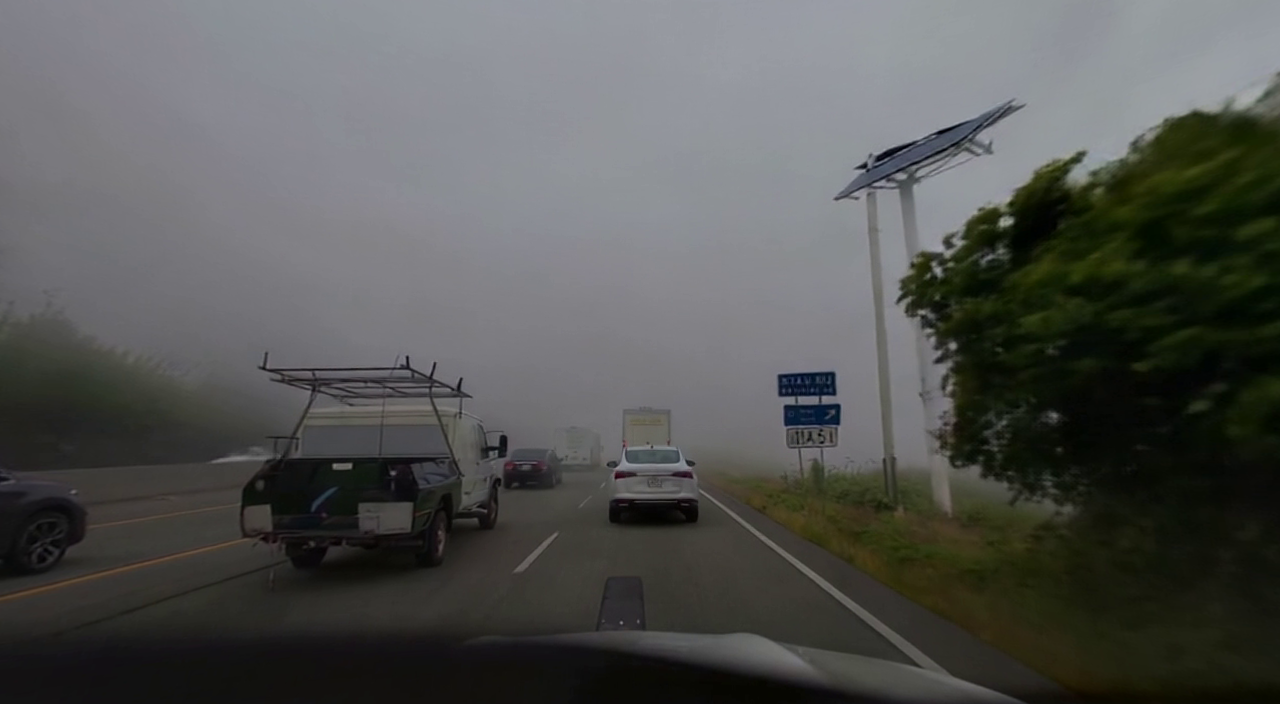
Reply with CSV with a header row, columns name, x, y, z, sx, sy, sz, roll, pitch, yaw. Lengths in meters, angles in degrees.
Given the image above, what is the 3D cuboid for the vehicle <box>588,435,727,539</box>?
name,x,y,z,sx,sy,sz,roll,pitch,yaw
vehicle,0.233,2.277,11.169,2.063,1.507,3.488,0,-9,-1

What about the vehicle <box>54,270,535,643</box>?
name,x,y,z,sx,sy,sz,roll,pitch,yaw
vehicle,-3.068,1.236,8.068,2.289,2.757,6.726,0,-9,0
